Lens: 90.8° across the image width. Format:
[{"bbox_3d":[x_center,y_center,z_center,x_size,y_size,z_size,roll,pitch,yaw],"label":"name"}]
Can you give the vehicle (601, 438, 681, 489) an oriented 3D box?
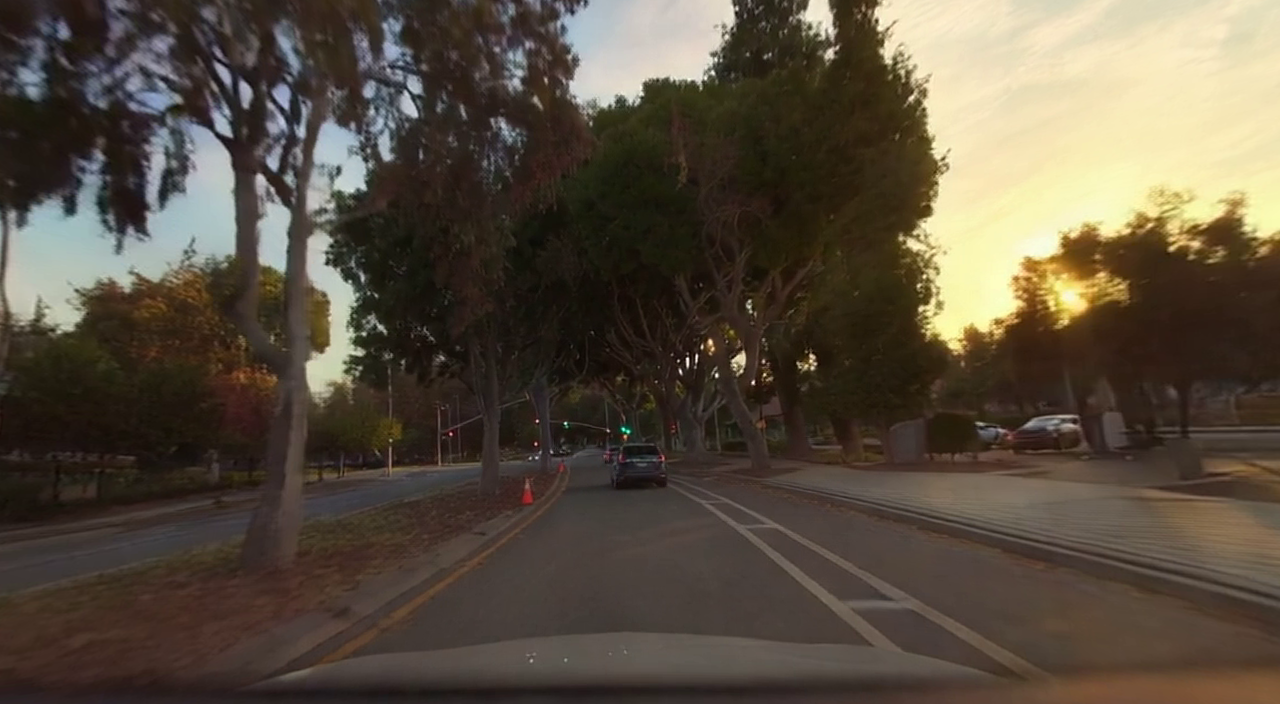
[{"bbox_3d":[-0.116,3.676,21.160,2.266,1.508,4.430,1,-9,-5],"label":"vehicle"}]
